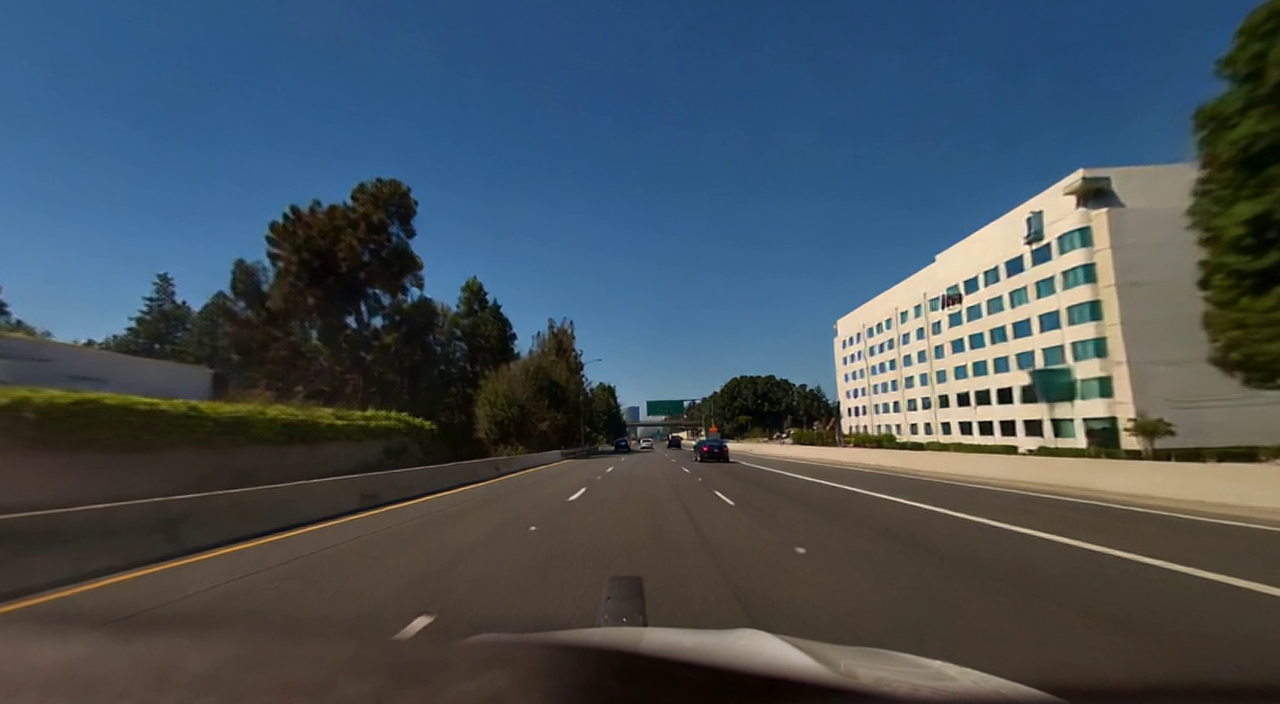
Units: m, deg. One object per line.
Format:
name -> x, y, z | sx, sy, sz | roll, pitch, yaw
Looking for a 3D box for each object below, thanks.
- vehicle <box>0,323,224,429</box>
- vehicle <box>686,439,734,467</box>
vehicle -> -27.557, 1.818, 32.462 | 3.138, 3.880, 14.498 | 0, -8, -3
vehicle -> 3.807, 5.601, 35.018 | 2.069, 1.431, 4.313 | 0, -8, -1
